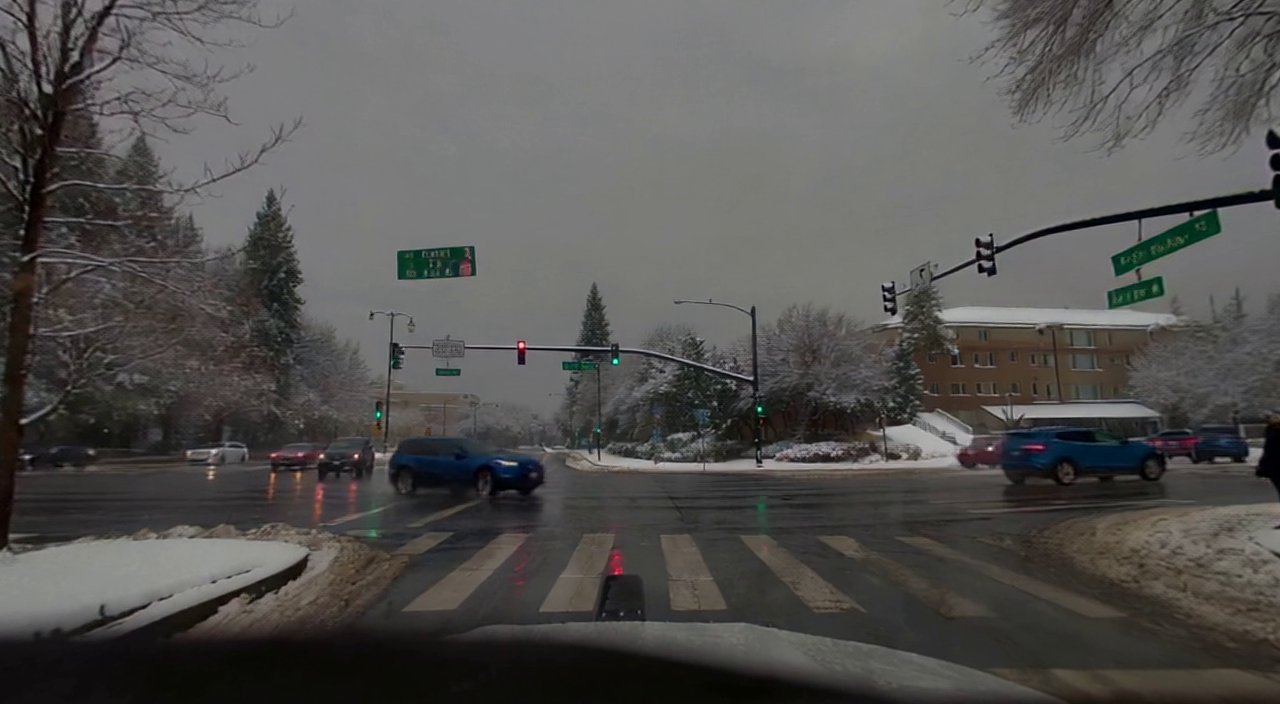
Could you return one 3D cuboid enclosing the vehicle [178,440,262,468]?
[{"bbox_3d":[-31.556,7.650,47.738,2.456,1.961,5.978,0,-8,-3],"label":"vehicle"}]

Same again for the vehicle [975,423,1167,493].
[{"bbox_3d":[12.425,3.032,18.324,4.509,1.821,2.066,2,-9,-16],"label":"vehicle"}]

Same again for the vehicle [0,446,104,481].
[{"bbox_3d":[-27.242,5.006,28.663,2.027,1.435,4.448,0,-8,-3],"label":"vehicle"}]

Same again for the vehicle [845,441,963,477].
[{"bbox_3d":[11.459,4.623,27.535,4.317,1.491,1.896,2,-9,-11],"label":"vehicle"}]

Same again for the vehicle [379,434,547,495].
[{"bbox_3d":[-5.070,3.174,18.143,4.312,1.540,2.007,-4,-9,25],"label":"vehicle"}]

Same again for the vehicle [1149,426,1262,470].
[{"bbox_3d":[25.395,4.346,28.694,2.457,1.777,6.196,-5,-10,29],"label":"vehicle"}]
